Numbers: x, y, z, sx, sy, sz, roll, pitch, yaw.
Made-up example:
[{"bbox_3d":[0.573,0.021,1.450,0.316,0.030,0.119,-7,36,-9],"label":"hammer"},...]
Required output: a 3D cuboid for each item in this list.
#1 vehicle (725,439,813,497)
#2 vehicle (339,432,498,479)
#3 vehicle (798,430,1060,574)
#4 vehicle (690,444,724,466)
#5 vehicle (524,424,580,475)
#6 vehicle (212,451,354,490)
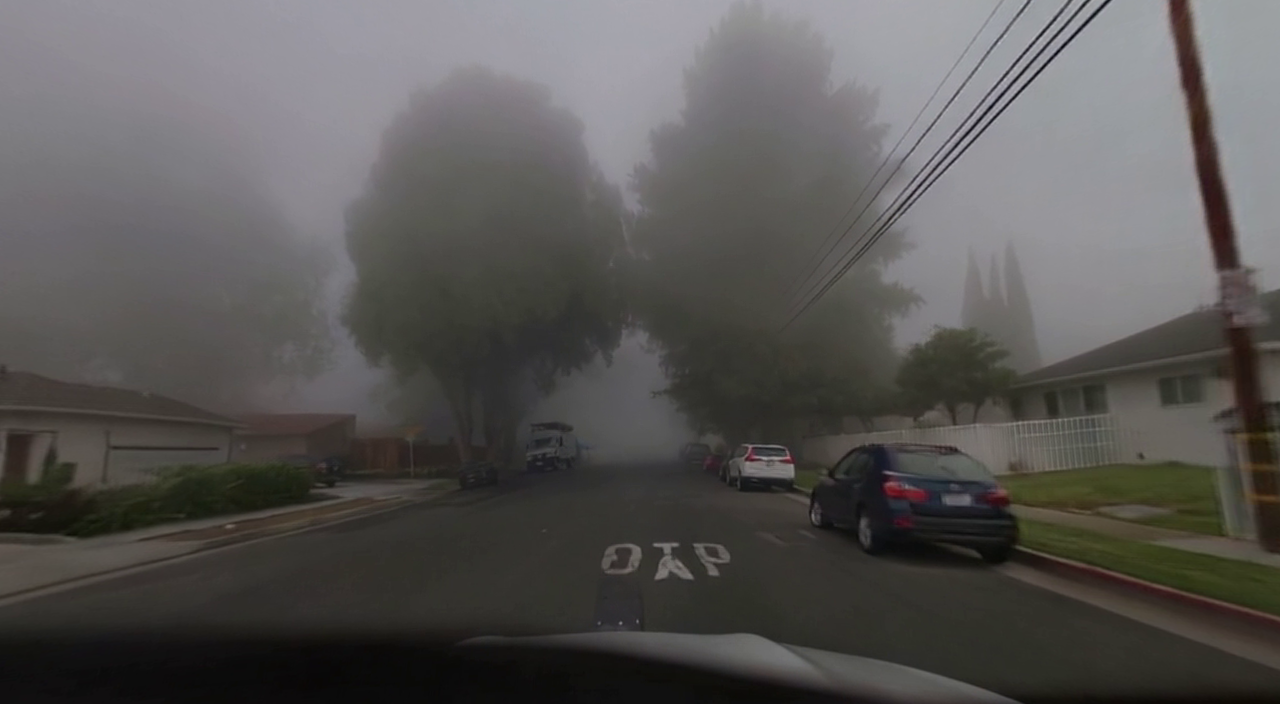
[{"bbox_3d":[3.843,3.528,19.683,1.970,1.530,4.899,0,-9,3],"label":"vehicle"},{"bbox_3d":[-10.300,4.876,29.838,6.540,2.079,2.565,0,-9,2],"label":"vehicle"},{"bbox_3d":[3.592,1.903,8.825,1.903,1.500,4.057,0,-9,3],"label":"vehicle"},{"bbox_3d":[4.873,7.593,46.630,2.016,1.544,4.645,0,-9,0],"label":"vehicle"},{"bbox_3d":[-5.467,6.192,40.192,2.313,2.875,6.057,-3,-9,3],"label":"vehicle"},{"bbox_3d":[-14.500,4.809,25.866,4.565,1.489,1.950,0,-9,-1],"label":"vehicle"}]
